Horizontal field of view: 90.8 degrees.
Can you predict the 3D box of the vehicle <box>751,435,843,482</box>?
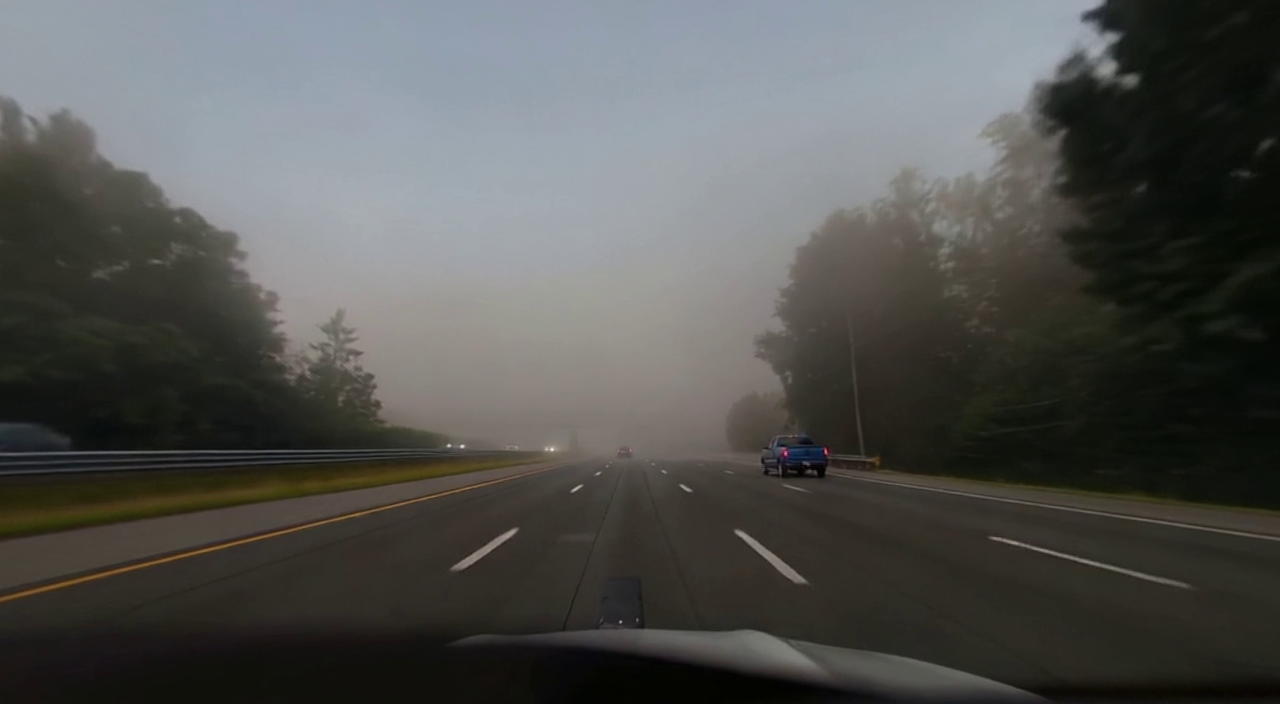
[{"bbox_3d":[6.747,4.688,28.015,2.395,1.819,6.086,0,-9,-1],"label":"vehicle"}]
